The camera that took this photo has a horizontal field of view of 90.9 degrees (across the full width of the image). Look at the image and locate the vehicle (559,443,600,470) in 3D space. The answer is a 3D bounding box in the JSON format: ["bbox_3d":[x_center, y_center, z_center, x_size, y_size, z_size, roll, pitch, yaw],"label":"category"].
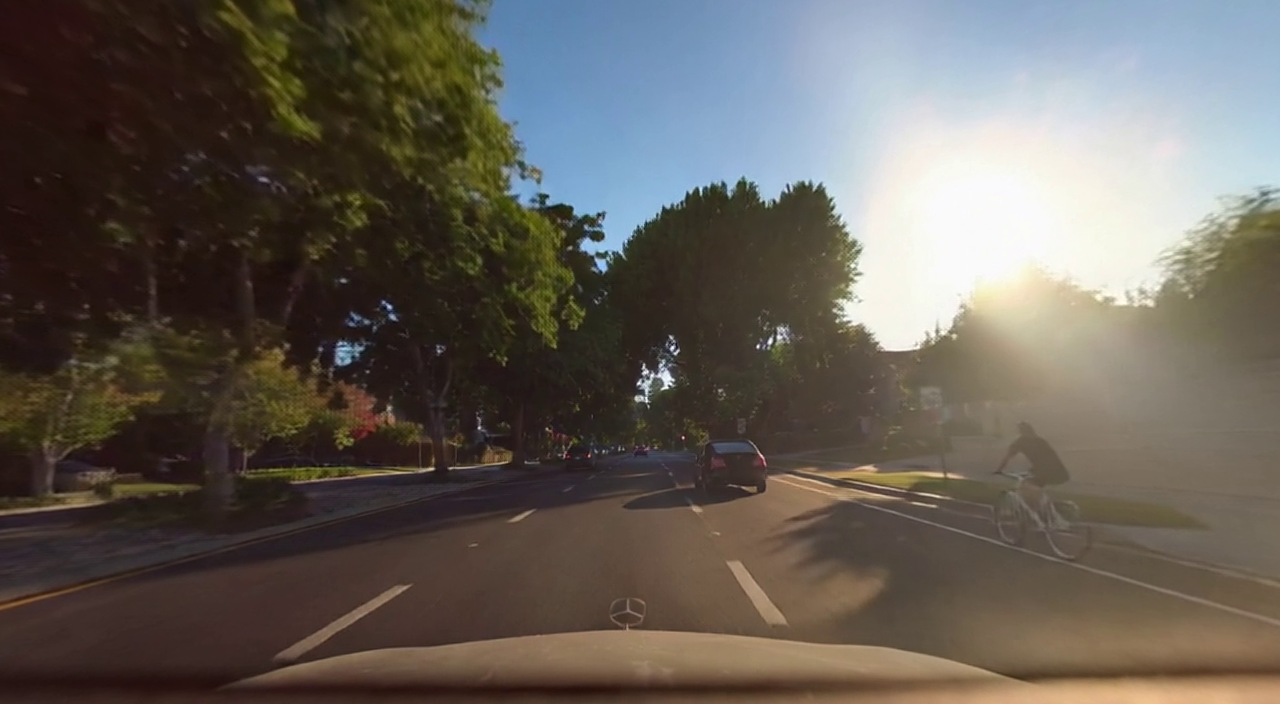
[{"bbox_3d":[-3.640,6.411,38.783,2.011,1.480,4.517,-1,-9,1],"label":"vehicle"}]

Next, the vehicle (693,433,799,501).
[{"bbox_3d":[2.624,2.988,16.761,1.992,1.511,4.464,-1,-9,0],"label":"vehicle"}]
